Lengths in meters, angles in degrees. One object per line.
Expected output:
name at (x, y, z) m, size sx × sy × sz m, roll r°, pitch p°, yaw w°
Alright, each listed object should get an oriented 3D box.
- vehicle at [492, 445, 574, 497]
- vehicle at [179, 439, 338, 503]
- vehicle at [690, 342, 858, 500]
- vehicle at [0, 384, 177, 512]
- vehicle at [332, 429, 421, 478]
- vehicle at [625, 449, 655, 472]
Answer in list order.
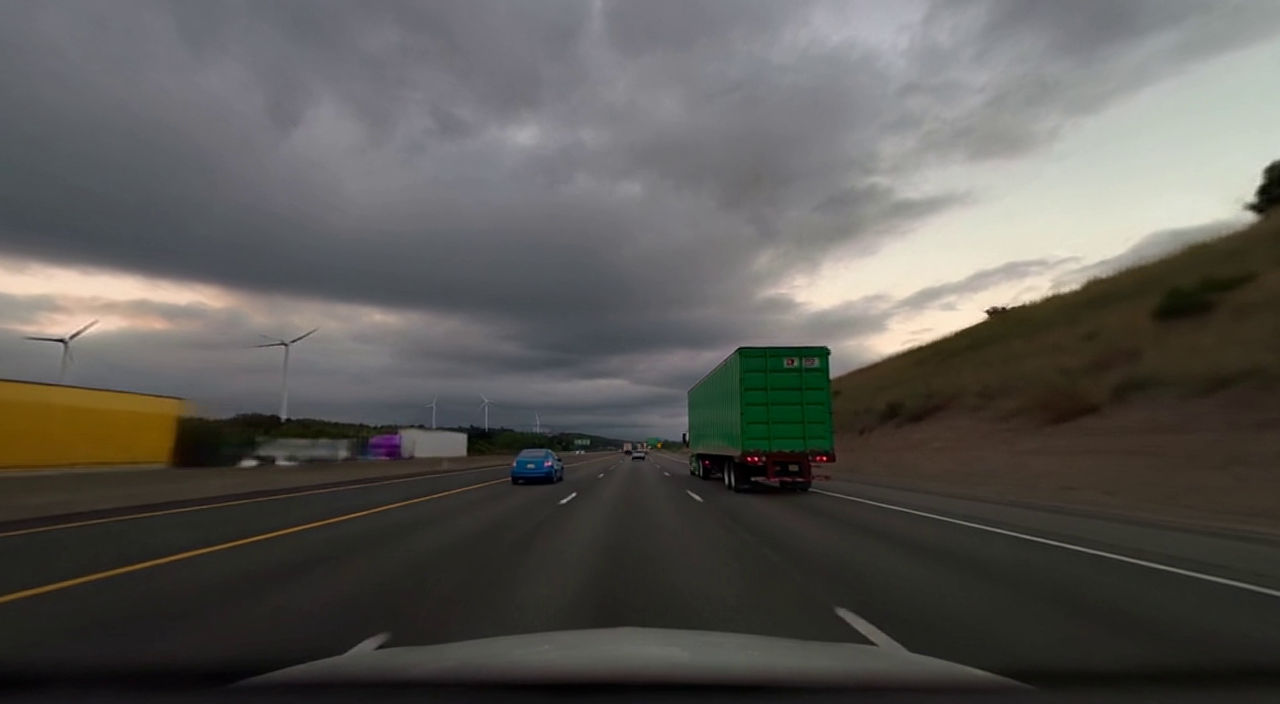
vehicle at (-3.431, 3.902, 21.042) m, size 1.952 × 1.521 × 4.095 m, roll 0°, pitch -9°, yaw 1°
vehicle at (-11.629, 3.640, 19.744) m, size 2.054 × 1.737 × 4.620 m, roll 0°, pitch -9°, yaw 0°
vehicle at (3.907, 2.781, 22.722) m, size 2.947 × 3.989 × 13.568 m, roll 0°, pitch -9°, yaw 0°
vehicle at (-20.819, 2.827, 18.530) m, size 2.876 × 3.822 × 15.372 m, roll 0°, pitch -9°, yaw 0°
vehicle at (-19.269, 7.540, 46.888) m, size 2.910 × 3.234 × 8.361 m, roll 0°, pitch -9°, yaw 0°
vehicle at (-0.007, 7.218, 42.115) m, size 1.931 × 1.453 × 3.695 m, roll 0°, pitch -9°, yaw -1°
